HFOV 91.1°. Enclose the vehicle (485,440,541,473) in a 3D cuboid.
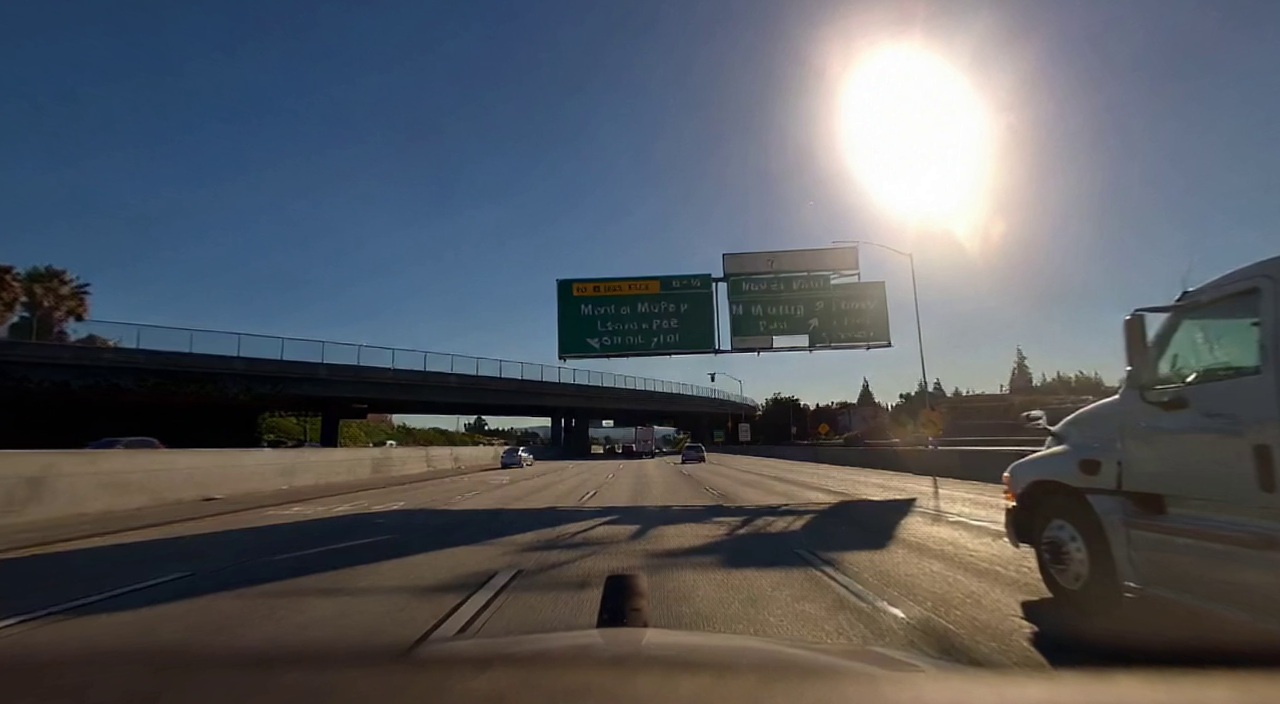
[{"bbox_3d":[-6.739,5.601,33.893,1.980,1.666,4.562,0,-8,1],"label":"vehicle"}]
